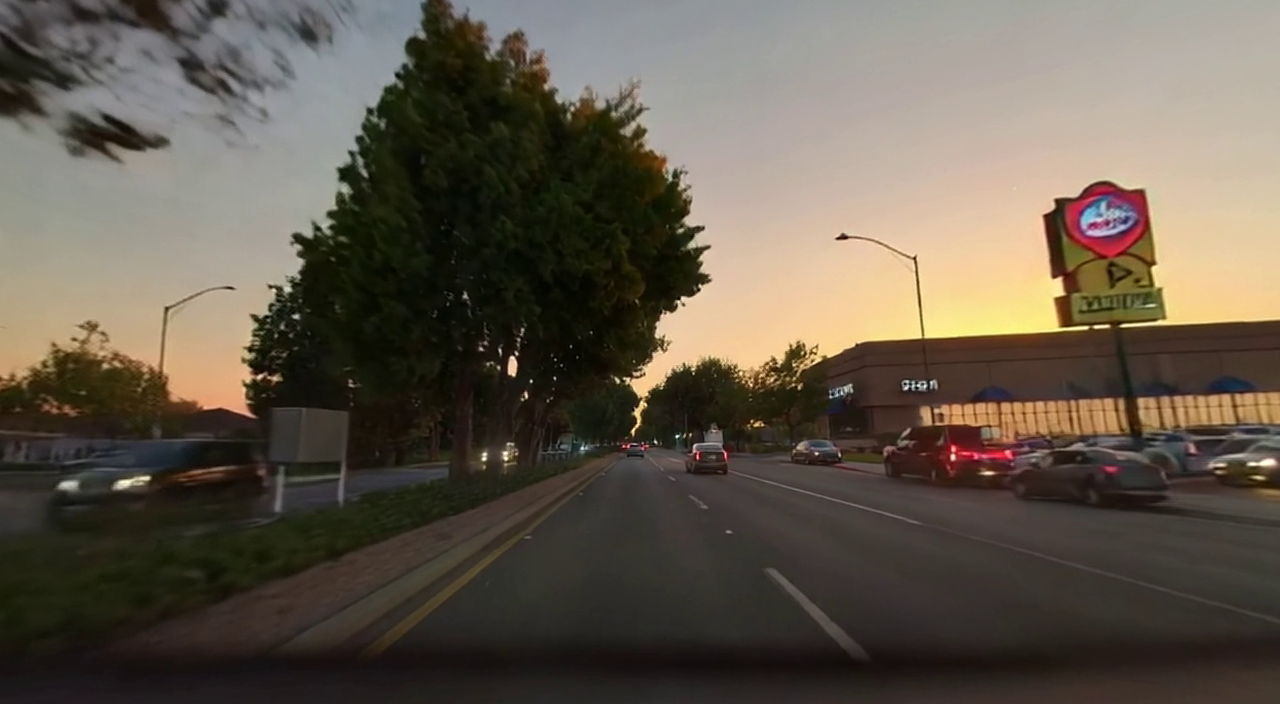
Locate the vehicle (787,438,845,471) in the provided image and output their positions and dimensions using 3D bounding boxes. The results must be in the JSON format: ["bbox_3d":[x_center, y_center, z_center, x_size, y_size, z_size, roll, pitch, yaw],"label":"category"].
[{"bbox_3d":[10.233,6.000,37.189,1.987,1.746,4.569,0,-8,-2],"label":"vehicle"}]

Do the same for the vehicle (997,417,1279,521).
[{"bbox_3d":[10.270,2.440,13.727,2.045,1.831,5.000,0,-8,0],"label":"vehicle"}]

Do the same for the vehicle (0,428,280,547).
[{"bbox_3d":[-8.520,2.176,10.866,2.023,1.579,4.526,0,-8,-1],"label":"vehicle"}]

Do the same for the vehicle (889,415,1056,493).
[{"bbox_3d":[10.266,3.228,20.261,2.154,2.099,5.756,0,-8,-1],"label":"vehicle"}]

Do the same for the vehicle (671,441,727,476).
[{"bbox_3d":[2.653,4.928,29.442,2.099,1.463,4.365,0,-8,-1],"label":"vehicle"}]
